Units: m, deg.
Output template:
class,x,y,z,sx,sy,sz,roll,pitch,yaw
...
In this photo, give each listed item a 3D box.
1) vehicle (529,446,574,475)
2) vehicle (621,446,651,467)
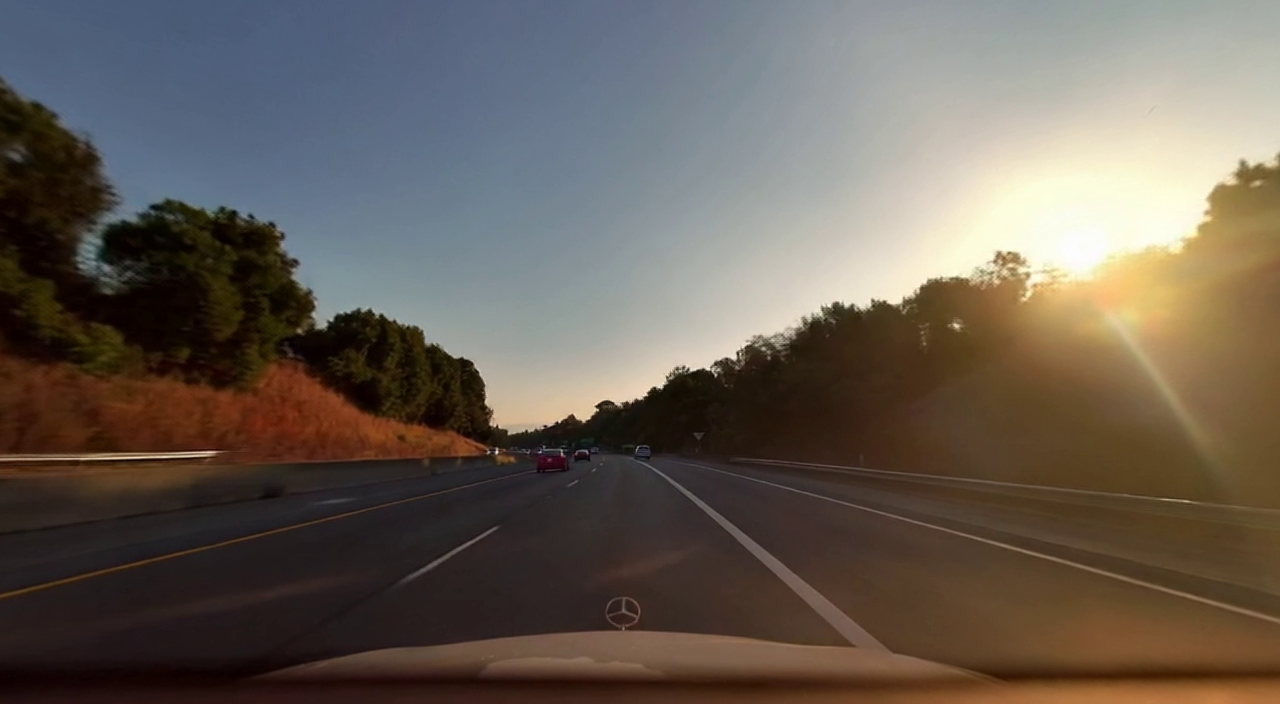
class,x,y,z,sx,sy,sz,roll,pitch,yaw
vehicle,-4.869,6.016,35.324,1.957,1.499,4.965,0,-8,-1
vehicle,-0.334,7.688,46.627,2.031,1.483,3.417,0,-9,-3
